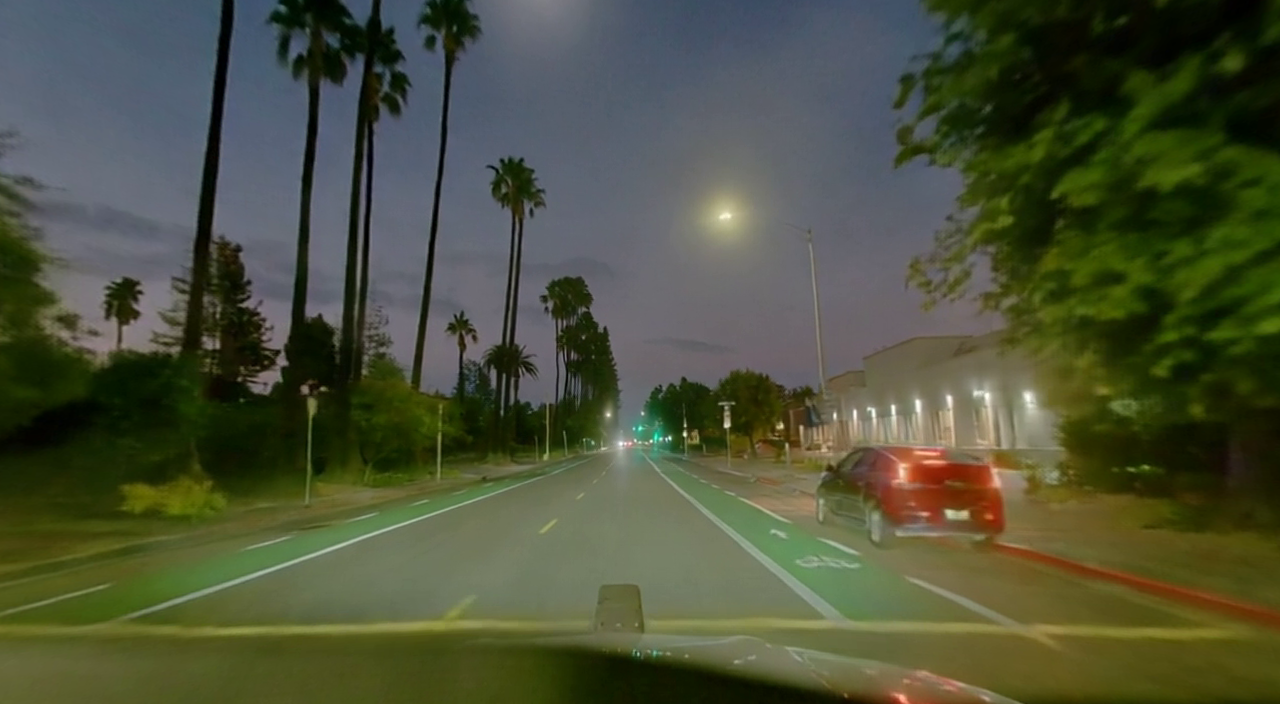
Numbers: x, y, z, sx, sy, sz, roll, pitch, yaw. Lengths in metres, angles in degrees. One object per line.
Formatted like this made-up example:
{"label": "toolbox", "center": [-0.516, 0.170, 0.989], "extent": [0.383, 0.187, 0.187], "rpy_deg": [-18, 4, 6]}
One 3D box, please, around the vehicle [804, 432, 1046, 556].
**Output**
{"label": "vehicle", "center": [4.449, 2.276, 10.846], "extent": [1.997, 1.640, 4.494], "rpy_deg": [0, -9, -1]}
